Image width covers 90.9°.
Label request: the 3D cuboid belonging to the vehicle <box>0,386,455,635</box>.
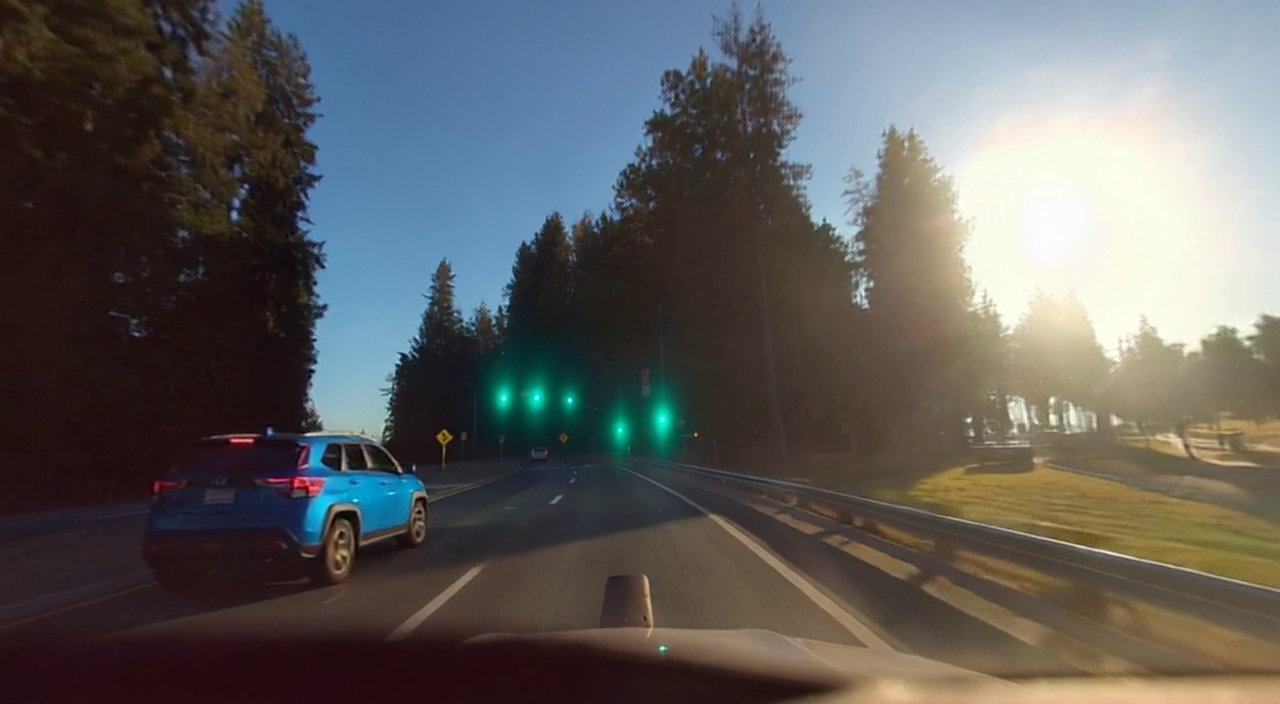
[{"bbox_3d":[-4.032,1.550,7.302,2.336,1.857,4.986,0,-8,-1],"label":"vehicle"}]

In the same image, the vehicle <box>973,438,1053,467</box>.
[{"bbox_3d":[20.942,5.630,35.329,4.141,1.451,1.720,2,-10,-26],"label":"vehicle"}]
